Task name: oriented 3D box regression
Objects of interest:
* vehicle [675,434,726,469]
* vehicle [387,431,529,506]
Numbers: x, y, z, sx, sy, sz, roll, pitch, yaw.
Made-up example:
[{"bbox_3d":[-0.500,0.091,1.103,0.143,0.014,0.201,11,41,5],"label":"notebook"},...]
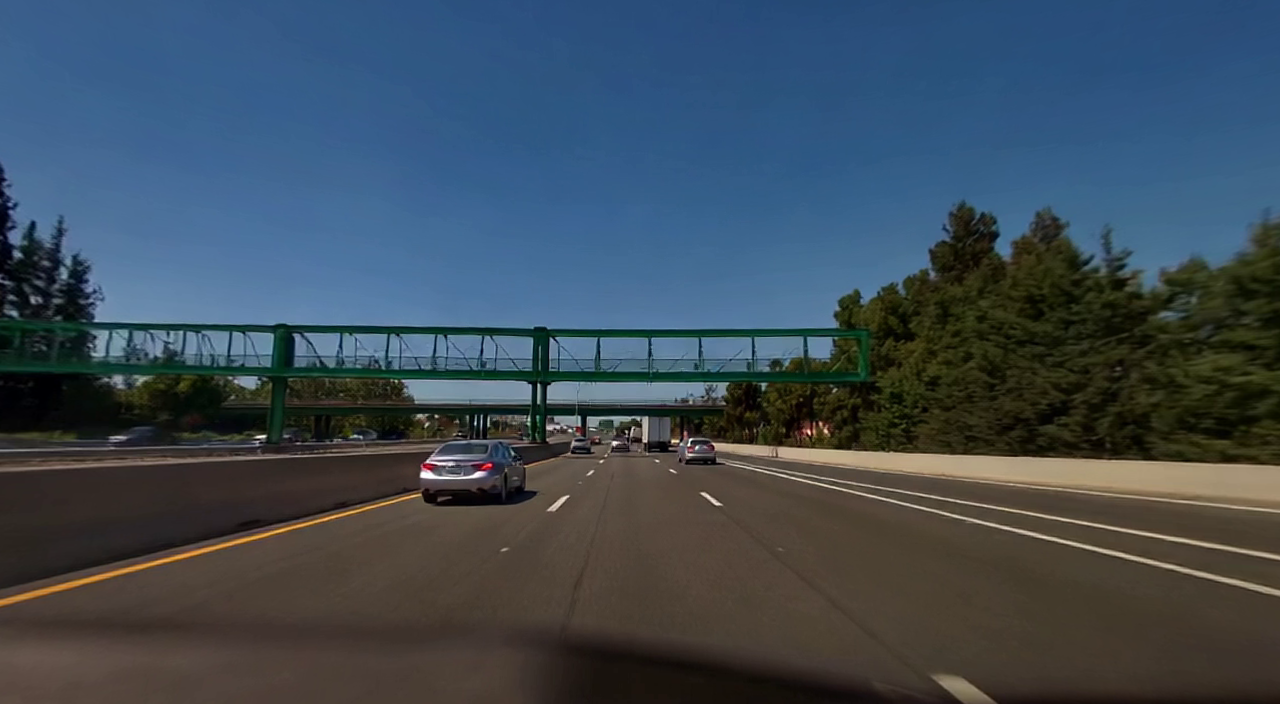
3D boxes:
[{"bbox_3d":[2.993,5.014,31.956,2.001,1.625,4.088,0,-8,-2],"label":"vehicle"},{"bbox_3d":[-4.027,2.645,14.805,2.064,1.479,4.370,0,-8,0],"label":"vehicle"}]
